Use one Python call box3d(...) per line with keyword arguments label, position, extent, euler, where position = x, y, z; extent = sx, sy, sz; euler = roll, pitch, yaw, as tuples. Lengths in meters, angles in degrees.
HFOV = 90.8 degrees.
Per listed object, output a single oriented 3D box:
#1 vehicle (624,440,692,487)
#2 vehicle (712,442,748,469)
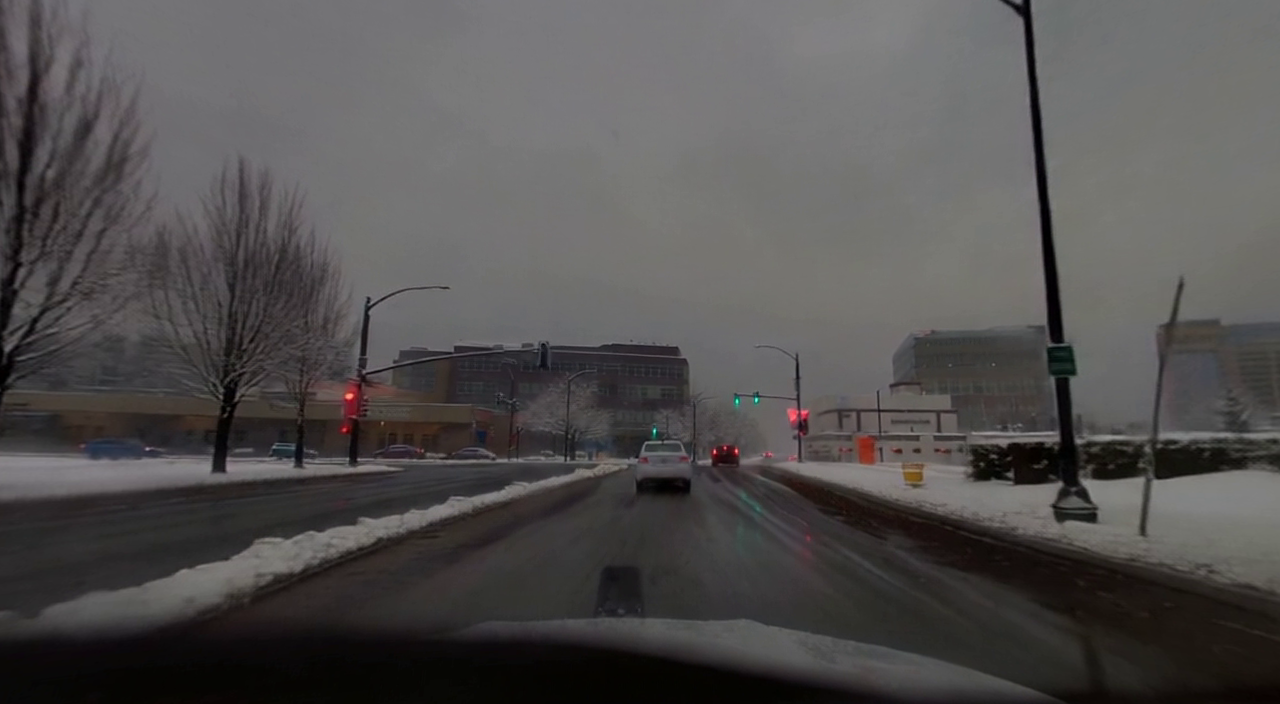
box3d(label="vehicle", position=(0.732, 3.904, 22.512), extent=(2.173, 1.479, 4.264), euler=(-1, -8, 4))
box3d(label="vehicle", position=(6.404, 7.414, 45.546), extent=(2.092, 1.851, 4.913), euler=(0, -8, 2))
